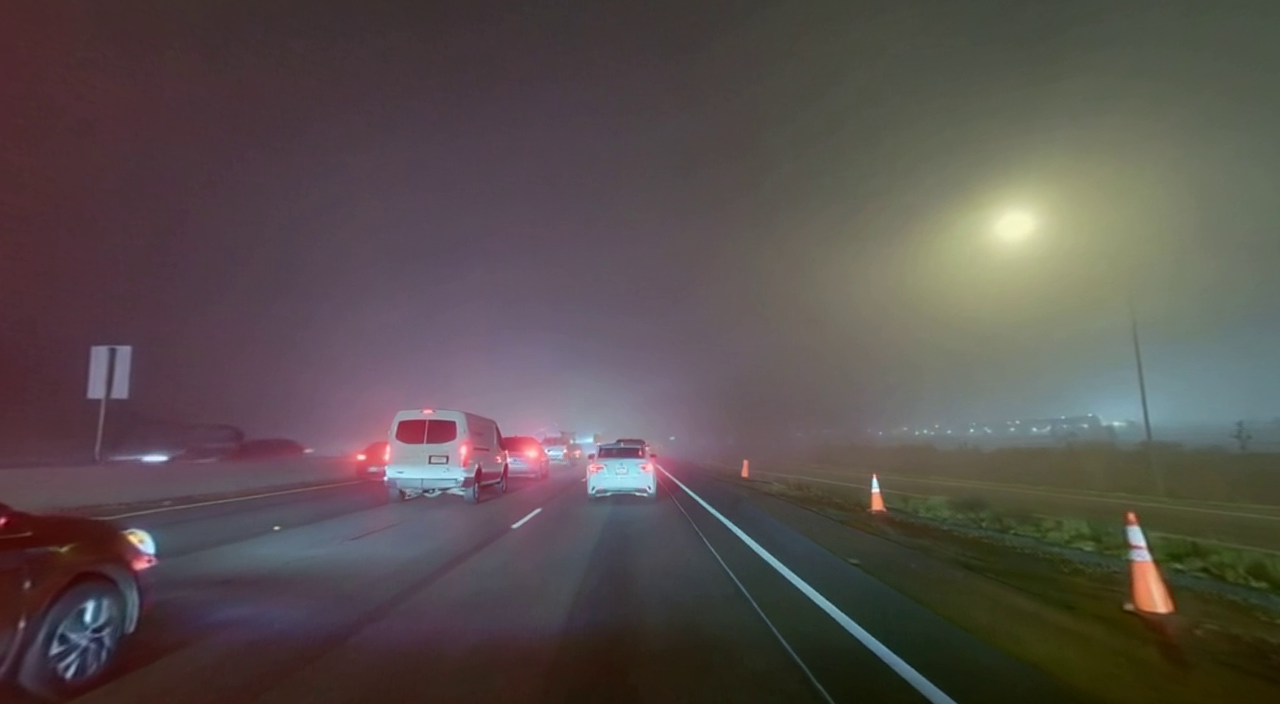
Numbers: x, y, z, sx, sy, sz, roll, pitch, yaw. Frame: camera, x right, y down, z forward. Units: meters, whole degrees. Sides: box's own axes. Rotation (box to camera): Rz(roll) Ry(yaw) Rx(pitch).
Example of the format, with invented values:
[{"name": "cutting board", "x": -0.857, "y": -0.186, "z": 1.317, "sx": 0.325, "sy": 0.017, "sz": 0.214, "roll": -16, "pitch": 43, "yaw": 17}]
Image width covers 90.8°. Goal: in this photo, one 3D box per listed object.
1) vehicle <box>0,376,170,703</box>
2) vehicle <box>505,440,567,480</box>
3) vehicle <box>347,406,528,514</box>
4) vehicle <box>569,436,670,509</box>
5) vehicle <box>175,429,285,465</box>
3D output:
[{"name": "vehicle", "x": -3.987, "y": 0.739, "z": 1.707, "sx": 2.041, "sy": 1.604, "sz": 4.384, "roll": 0, "pitch": -9, "yaw": 0}, {"name": "vehicle", "x": -4.126, "y": 4.336, "z": 25.653, "sx": 1.824, "sy": 1.459, "sz": 4.007, "roll": 0, "pitch": -9, "yaw": 1}, {"name": "vehicle", "x": -4.301, "y": 2.442, "z": 14.728, "sx": 2.324, "sy": 2.012, "sz": 5.740, "roll": 0, "pitch": -9, "yaw": 0}, {"name": "vehicle", "x": -0.456, "y": 2.785, "z": 15.009, "sx": 2.069, "sy": 1.484, "sz": 3.918, "roll": 0, "pitch": -9, "yaw": -1}, {"name": "vehicle", "x": -17.562, "y": 4.083, "z": 27.364, "sx": 1.829, "sy": 1.404, "sz": 4.536, "roll": 0, "pitch": -8, "yaw": -1}]
